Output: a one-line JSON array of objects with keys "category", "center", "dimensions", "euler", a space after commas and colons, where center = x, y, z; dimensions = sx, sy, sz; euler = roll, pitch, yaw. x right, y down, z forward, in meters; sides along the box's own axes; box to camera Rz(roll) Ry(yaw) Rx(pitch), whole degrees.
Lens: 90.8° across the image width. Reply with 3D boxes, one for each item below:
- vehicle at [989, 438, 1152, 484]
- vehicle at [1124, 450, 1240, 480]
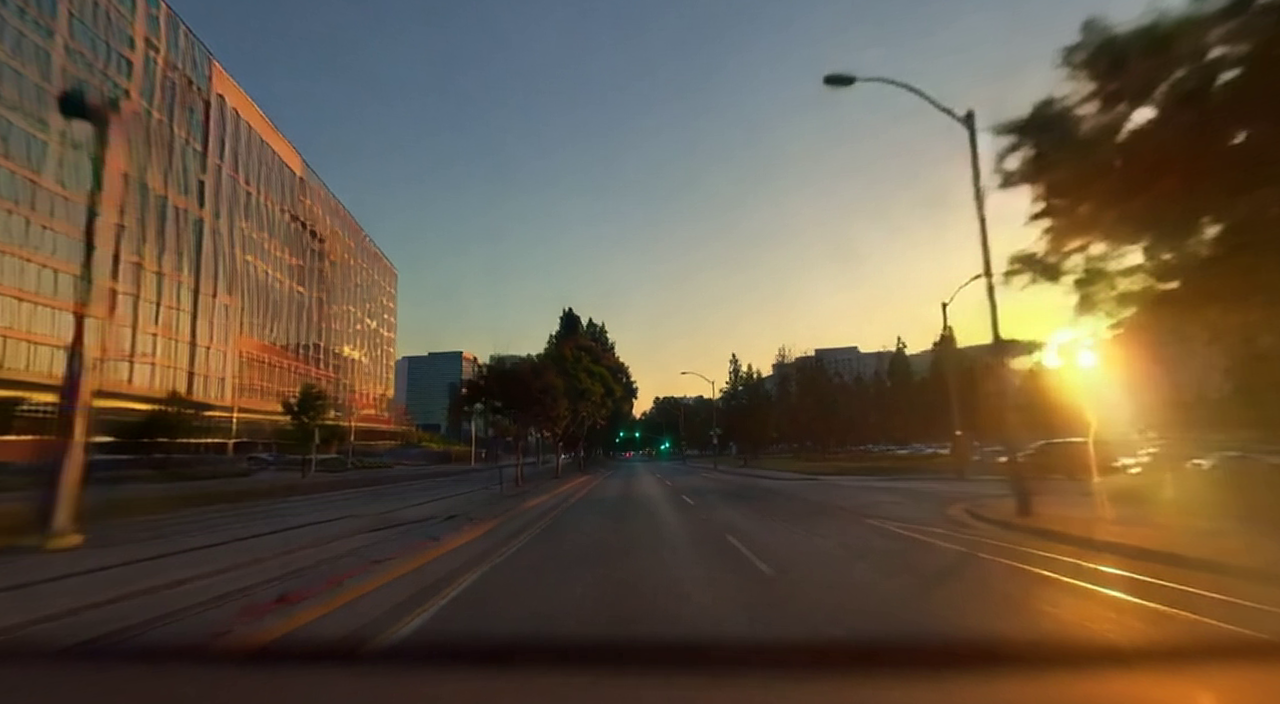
[{"category": "vehicle", "center": [21.507, 5.431, 31.756], "dimensions": [6.615, 1.967, 2.328], "euler": [-2, -8, -5]}, {"category": "vehicle", "center": [28.256, 5.890, 33.001], "dimensions": [4.468, 1.455, 2.006], "euler": [2, -10, -8]}]
